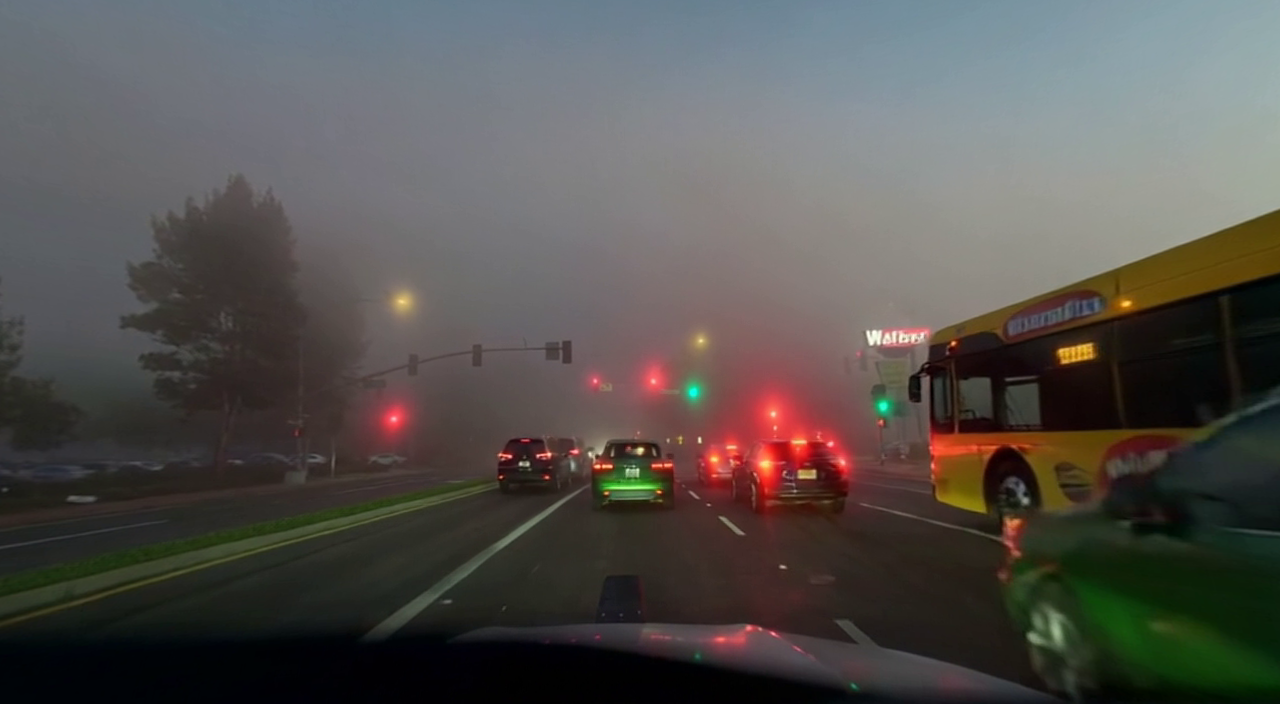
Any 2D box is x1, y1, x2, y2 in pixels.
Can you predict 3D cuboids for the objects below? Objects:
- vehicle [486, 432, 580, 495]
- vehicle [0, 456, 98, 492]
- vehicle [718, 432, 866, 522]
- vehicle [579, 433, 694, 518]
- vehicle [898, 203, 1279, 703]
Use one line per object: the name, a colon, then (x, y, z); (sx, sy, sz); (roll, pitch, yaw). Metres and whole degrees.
vehicle: (-3.148, 3.399, 19.606); (2.180, 1.708, 4.397); (0, -9, 0)
vehicle: (-28.110, 5.580, 29.029); (4.425, 1.545, 1.894); (4, -10, -27)
vehicle: (2.864, 2.451, 12.966); (1.922, 1.508, 4.330); (0, -9, 0)
vehicle: (-0.076, 2.534, 13.398); (2.071, 1.525, 3.723); (0, -9, 0)
vehicle: (3.030, 0.488, 1.228); (2.490, 1.951, 5.931); (0, -9, -1)
